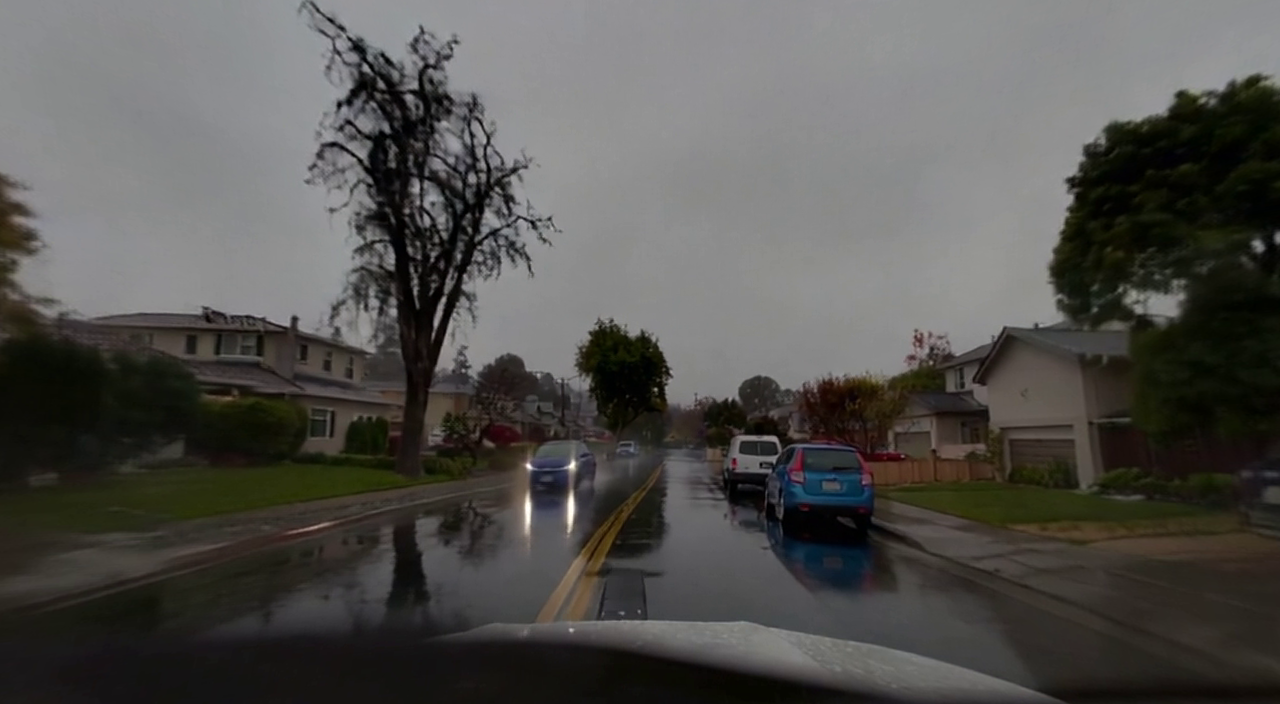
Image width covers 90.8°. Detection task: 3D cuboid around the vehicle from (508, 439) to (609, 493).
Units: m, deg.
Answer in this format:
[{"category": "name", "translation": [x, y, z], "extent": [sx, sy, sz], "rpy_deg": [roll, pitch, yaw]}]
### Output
[{"category": "vehicle", "translation": [-2.750, 4.053, 22.927], "extent": [2.278, 1.704, 5.321], "rpy_deg": [-1, -9, 8]}]

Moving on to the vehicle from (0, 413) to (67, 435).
[{"category": "vehicle", "translation": [-44.900, 5.221, 45.756], "extent": [4.673, 1.515, 2.182], "rpy_deg": [0, -9, 3]}]

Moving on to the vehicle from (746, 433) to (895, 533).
[{"category": "vehicle", "translation": [3.404, 2.521, 12.793], "extent": [1.822, 1.668, 4.147], "rpy_deg": [0, -9, 1]}]
